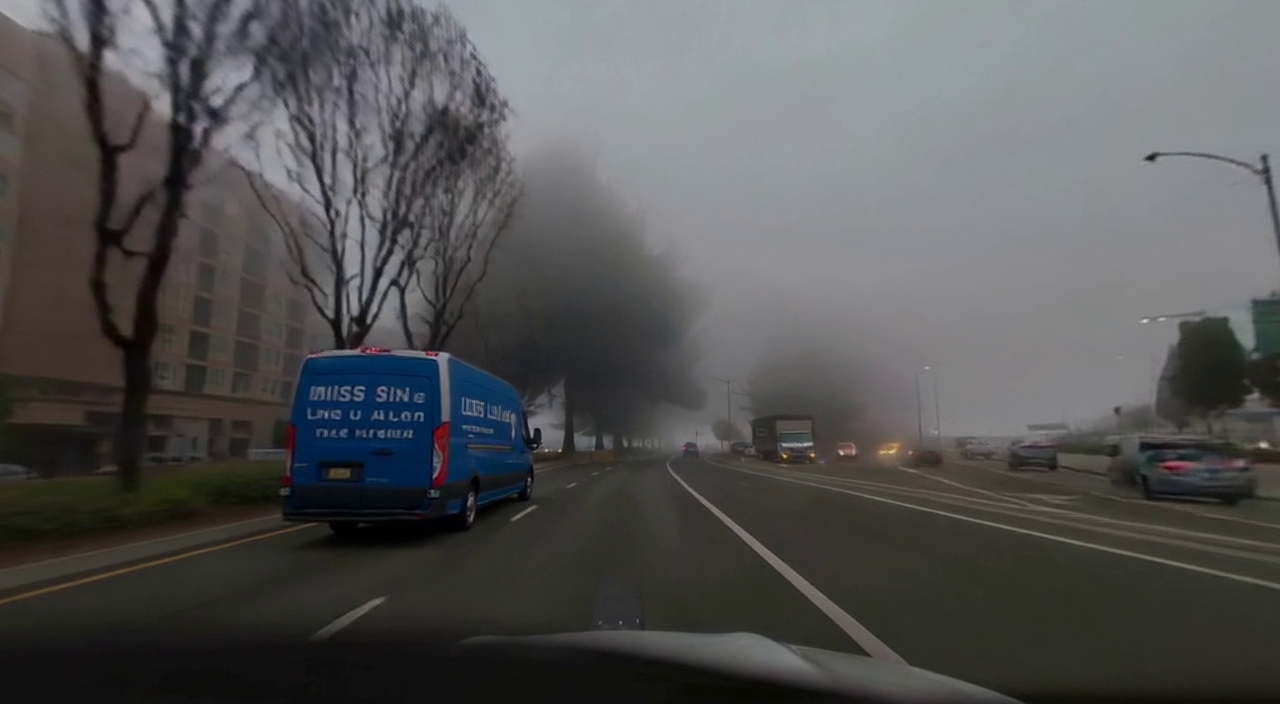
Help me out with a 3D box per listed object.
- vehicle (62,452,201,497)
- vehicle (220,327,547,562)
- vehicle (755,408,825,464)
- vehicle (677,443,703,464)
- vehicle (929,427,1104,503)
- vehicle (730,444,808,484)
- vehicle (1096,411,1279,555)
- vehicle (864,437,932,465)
[{"bbox_3d":[-19.696,4.733,24.768,1.819,1.526,4.329,0,-8,0],"label":"vehicle"},{"bbox_3d":[-3.789,1.692,11.836,2.763,2.974,7.562,-1,-8,2],"label":"vehicle"},{"bbox_3d":[9.501,5.486,40.916,2.882,3.208,7.609,-1,-8,2],"label":"vehicle"},{"bbox_3d":[3.863,7.811,48.956,1.878,1.534,4.120,-1,-8,4],"label":"vehicle"},{"bbox_3d":[9.261,2.795,16.017,1.814,1.646,4.133,0,-8,-1],"label":"vehicle"},{"bbox_3d":[5.040,4.433,25.485,2.127,1.439,5.034,0,-8,1],"label":"vehicle"},{"bbox_3d":[8.963,1.737,8.727,2.085,1.762,4.198,-3,-10,0],"label":"vehicle"},{"bbox_3d":[16.645,6.348,40.674,4.698,1.726,2.046,7,-11,-41],"label":"vehicle"}]
